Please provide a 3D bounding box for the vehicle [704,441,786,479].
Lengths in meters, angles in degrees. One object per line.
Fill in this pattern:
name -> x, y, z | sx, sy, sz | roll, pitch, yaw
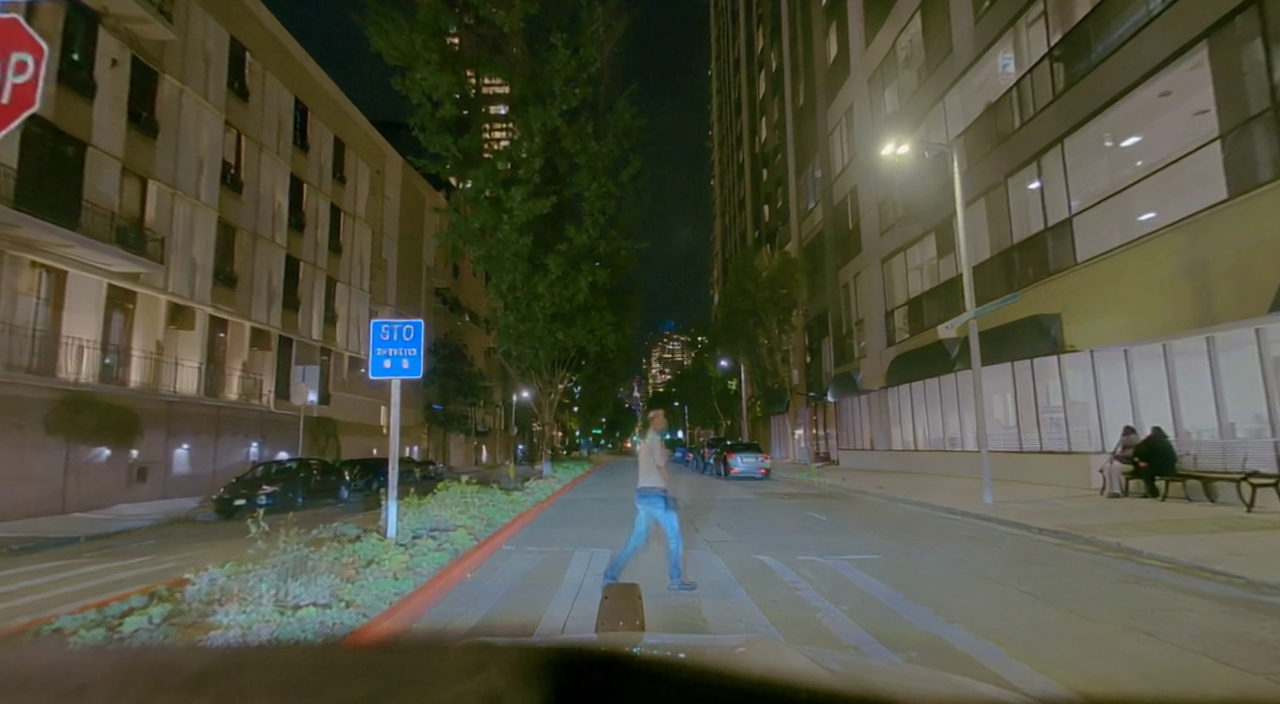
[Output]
vehicle -> 4.586, 4.567, 27.101 | 1.858, 1.491, 4.329 | -5, -10, 33

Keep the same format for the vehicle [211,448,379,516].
vehicle -> -8.794, 3.307, 16.650 | 2.007, 1.503, 4.343 | 0, -8, -1

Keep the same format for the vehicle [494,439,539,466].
vehicle -> -8.847, 7.264, 45.733 | 2.256, 1.802, 4.333 | 0, -8, 2

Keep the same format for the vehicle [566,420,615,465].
vehicle -> -3.001, 5.766, 40.216 | 2.317, 2.596, 6.053 | 0, -8, 3
